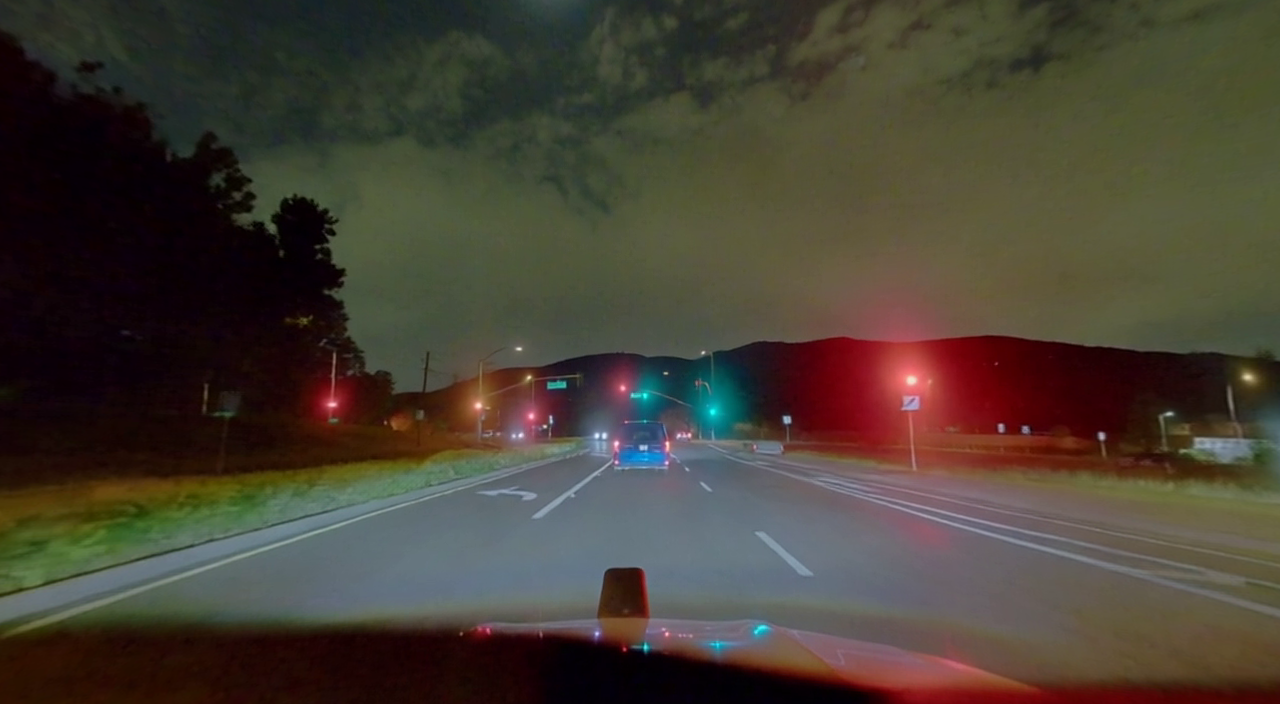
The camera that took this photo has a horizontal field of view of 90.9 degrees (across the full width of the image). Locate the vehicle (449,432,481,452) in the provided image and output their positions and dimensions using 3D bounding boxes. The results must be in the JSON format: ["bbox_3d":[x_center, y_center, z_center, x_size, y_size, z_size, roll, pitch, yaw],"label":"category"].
[{"bbox_3d":[-13.388,6.856,47.944,1.991,1.469,4.596,2,-8,-19],"label":"vehicle"}]

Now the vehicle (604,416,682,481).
[{"bbox_3d":[0.100,3.045,20.056,2.185,1.822,4.391,-1,-8,1],"label":"vehicle"}]

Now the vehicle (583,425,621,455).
[{"bbox_3d":[-2.414,5.758,41.166,2.131,1.783,4.540,-1,-8,1],"label":"vehicle"}]
